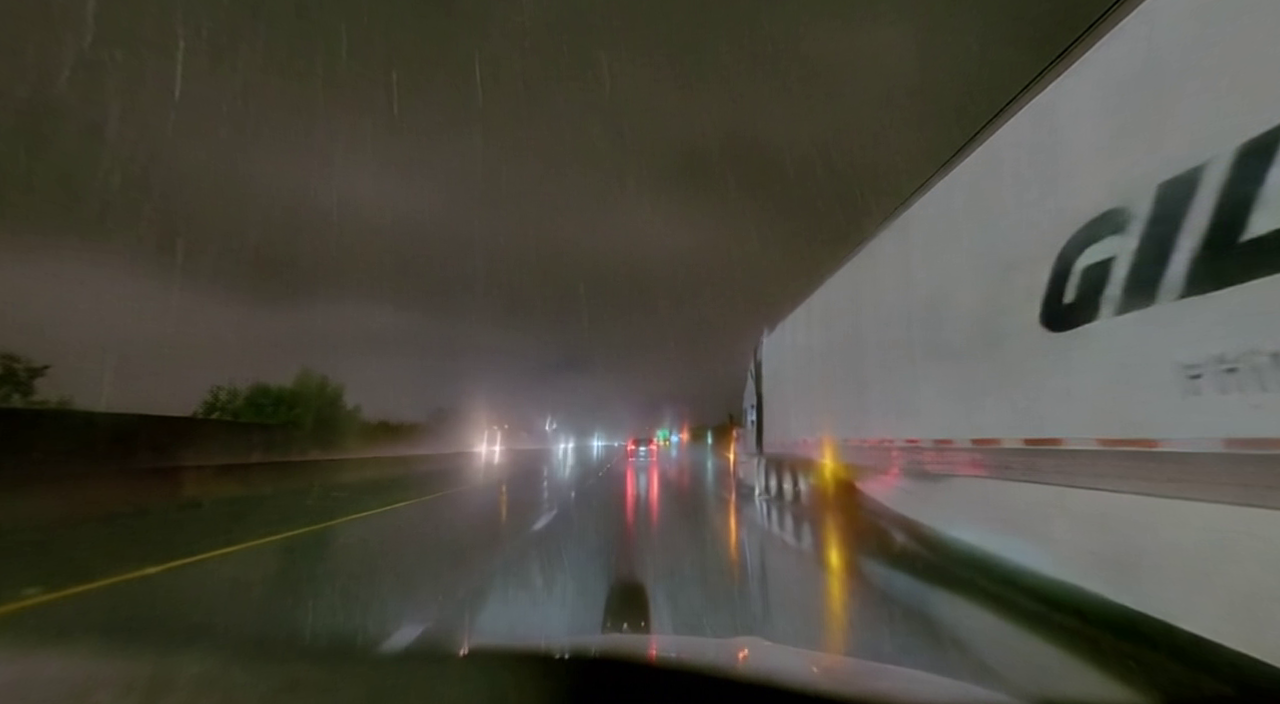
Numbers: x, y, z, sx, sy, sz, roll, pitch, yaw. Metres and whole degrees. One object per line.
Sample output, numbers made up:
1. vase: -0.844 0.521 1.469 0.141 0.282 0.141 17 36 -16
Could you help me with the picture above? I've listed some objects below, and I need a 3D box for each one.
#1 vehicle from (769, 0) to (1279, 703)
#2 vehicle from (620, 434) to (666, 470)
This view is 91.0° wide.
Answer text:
1. vehicle: 4.255 -0.009 5.427 2.936 4.125 15.204 0 -8 -1
2. vehicle: 0.144 4.874 30.846 2.111 1.635 4.177 0 -8 0
